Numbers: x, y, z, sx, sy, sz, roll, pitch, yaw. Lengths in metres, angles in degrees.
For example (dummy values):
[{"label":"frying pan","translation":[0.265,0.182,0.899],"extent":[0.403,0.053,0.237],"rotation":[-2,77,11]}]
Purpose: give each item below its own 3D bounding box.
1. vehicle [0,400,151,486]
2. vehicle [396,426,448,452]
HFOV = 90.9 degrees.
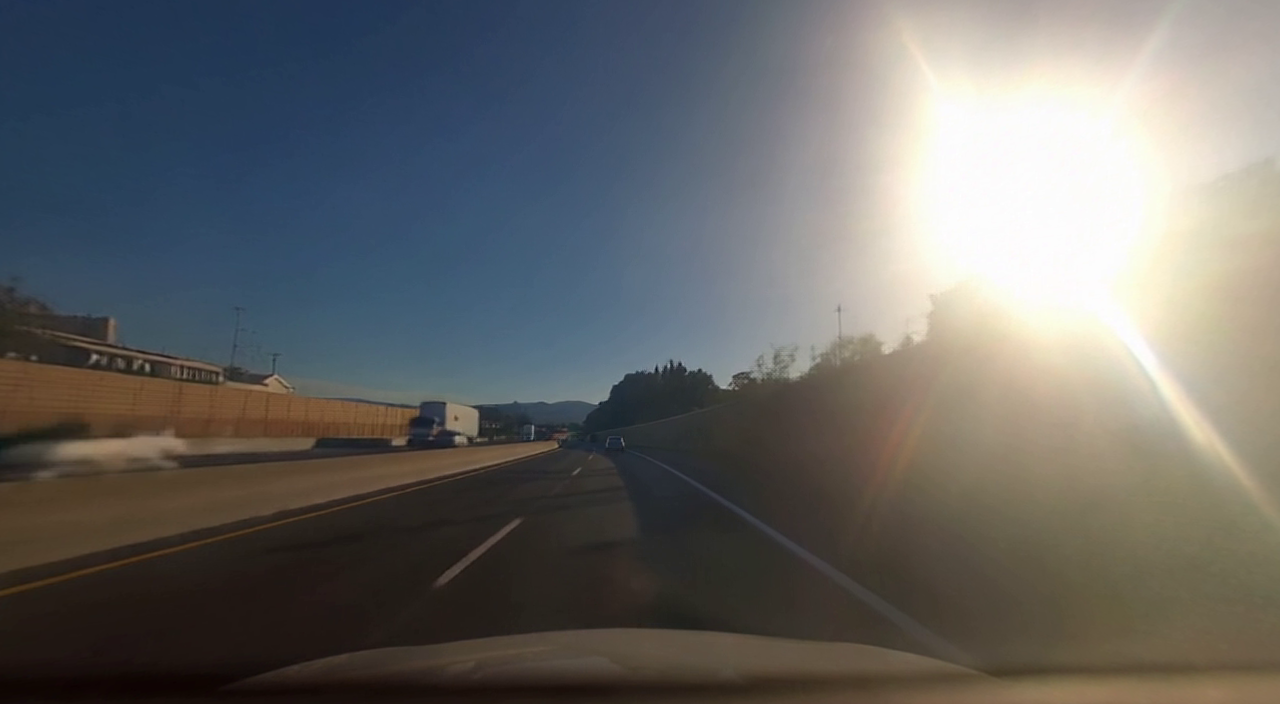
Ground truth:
[{"label":"vehicle","translation":[-12.604,1.840,12.809],"extent":[1.939,1.547,4.294],"rotation":[0,-8,-1]},{"label":"vehicle","translation":[-13.457,5.409,39.171],"extent":[1.918,1.510,4.178],"rotation":[0,-8,-2]}]
